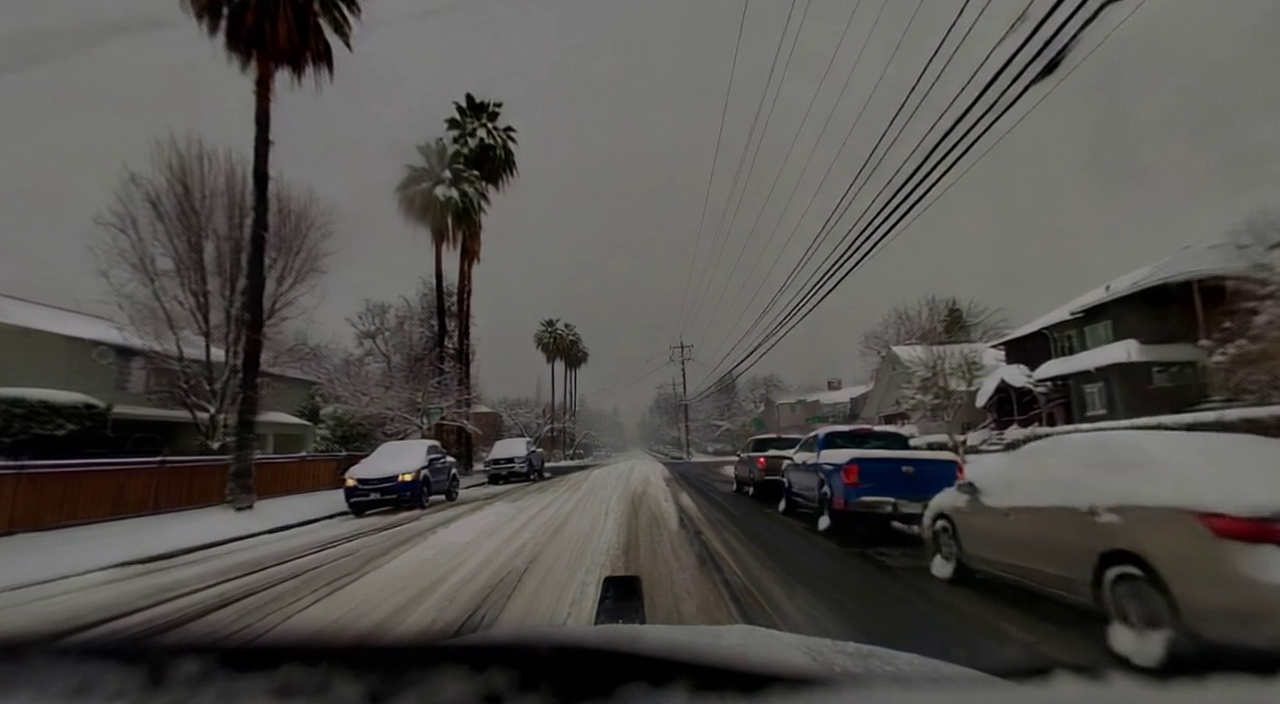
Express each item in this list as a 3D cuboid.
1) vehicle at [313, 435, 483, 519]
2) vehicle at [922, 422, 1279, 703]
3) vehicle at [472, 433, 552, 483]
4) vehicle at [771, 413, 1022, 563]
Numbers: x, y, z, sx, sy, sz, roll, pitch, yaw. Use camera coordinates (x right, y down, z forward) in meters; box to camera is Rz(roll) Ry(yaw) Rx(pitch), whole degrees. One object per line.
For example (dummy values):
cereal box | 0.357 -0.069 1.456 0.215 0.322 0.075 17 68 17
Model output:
vehicle | -5.762 3.020 15.885 2.226 1.768 4.780 0 -8 2
vehicle | 3.850 1.317 4.509 1.854 1.493 3.880 0 -8 0
vehicle | -5.724 4.844 29.183 2.455 2.045 6.171 0 -8 0
vehicle | 3.520 1.953 9.850 1.979 1.762 4.621 0 -8 0
